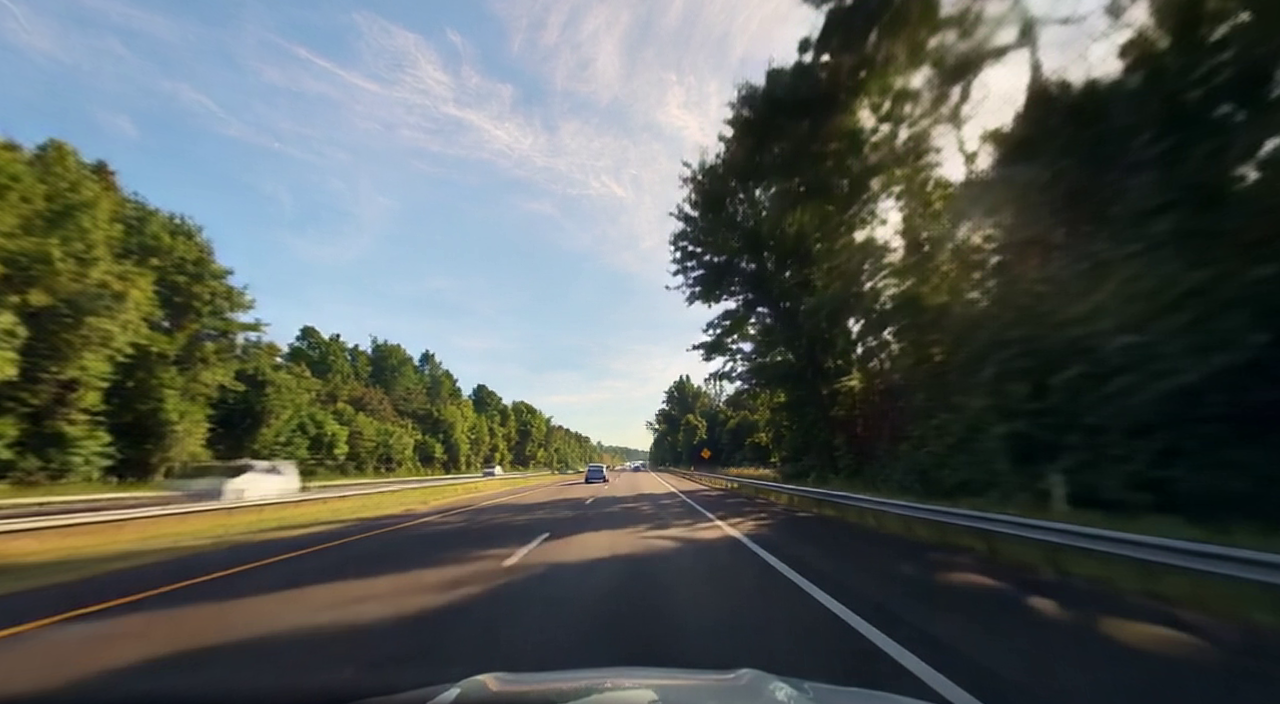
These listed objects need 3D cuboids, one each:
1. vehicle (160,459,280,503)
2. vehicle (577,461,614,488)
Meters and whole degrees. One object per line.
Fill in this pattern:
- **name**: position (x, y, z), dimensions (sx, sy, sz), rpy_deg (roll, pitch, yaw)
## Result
- **vehicle**: position (-16.151, 4.971, 24.521), dimensions (1.746, 1.523, 4.253), rpy_deg (1, -11, -1)
- **vehicle**: position (-2.687, 7.602, 39.101), dimensions (1.900, 1.550, 4.146), rpy_deg (0, -10, 2)
